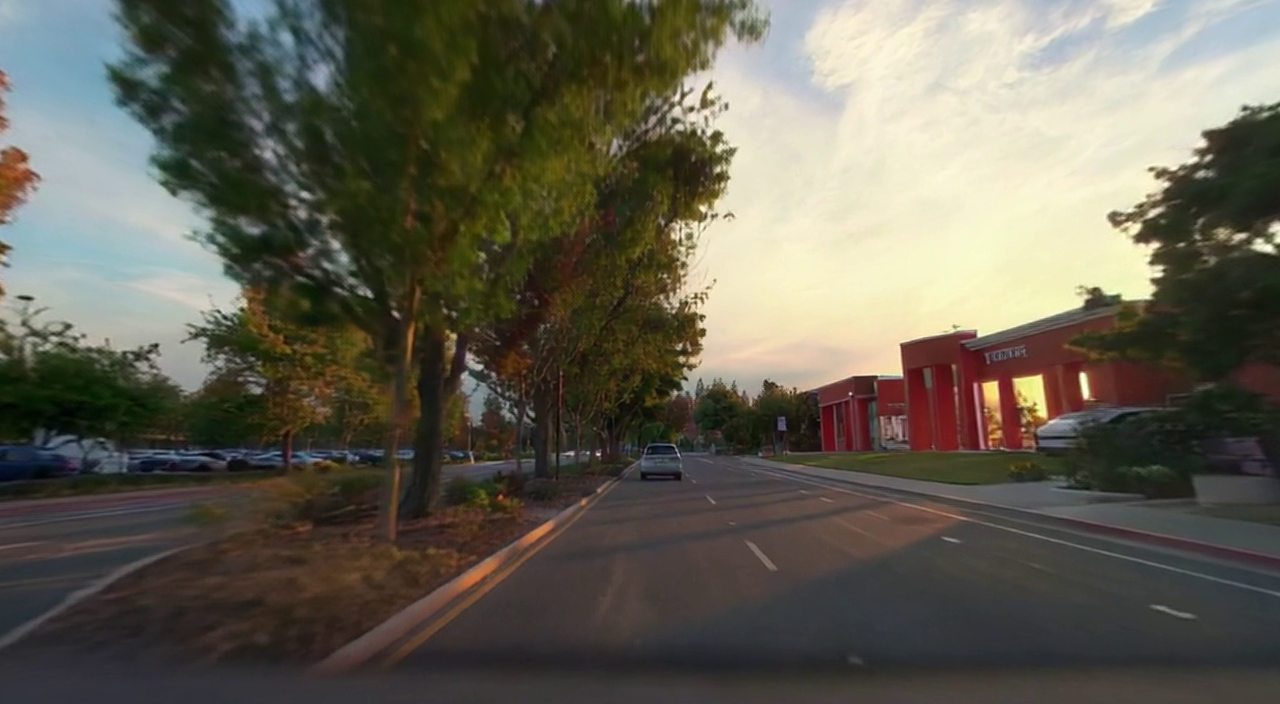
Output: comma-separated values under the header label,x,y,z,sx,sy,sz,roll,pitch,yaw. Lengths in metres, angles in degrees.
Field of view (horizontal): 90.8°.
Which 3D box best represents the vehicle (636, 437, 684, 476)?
label,x,y,z,sx,sy,sz,roll,pitch,yaw
vehicle,0.971,4.988,30.354,2.123,1.703,4.292,-1,-8,2
